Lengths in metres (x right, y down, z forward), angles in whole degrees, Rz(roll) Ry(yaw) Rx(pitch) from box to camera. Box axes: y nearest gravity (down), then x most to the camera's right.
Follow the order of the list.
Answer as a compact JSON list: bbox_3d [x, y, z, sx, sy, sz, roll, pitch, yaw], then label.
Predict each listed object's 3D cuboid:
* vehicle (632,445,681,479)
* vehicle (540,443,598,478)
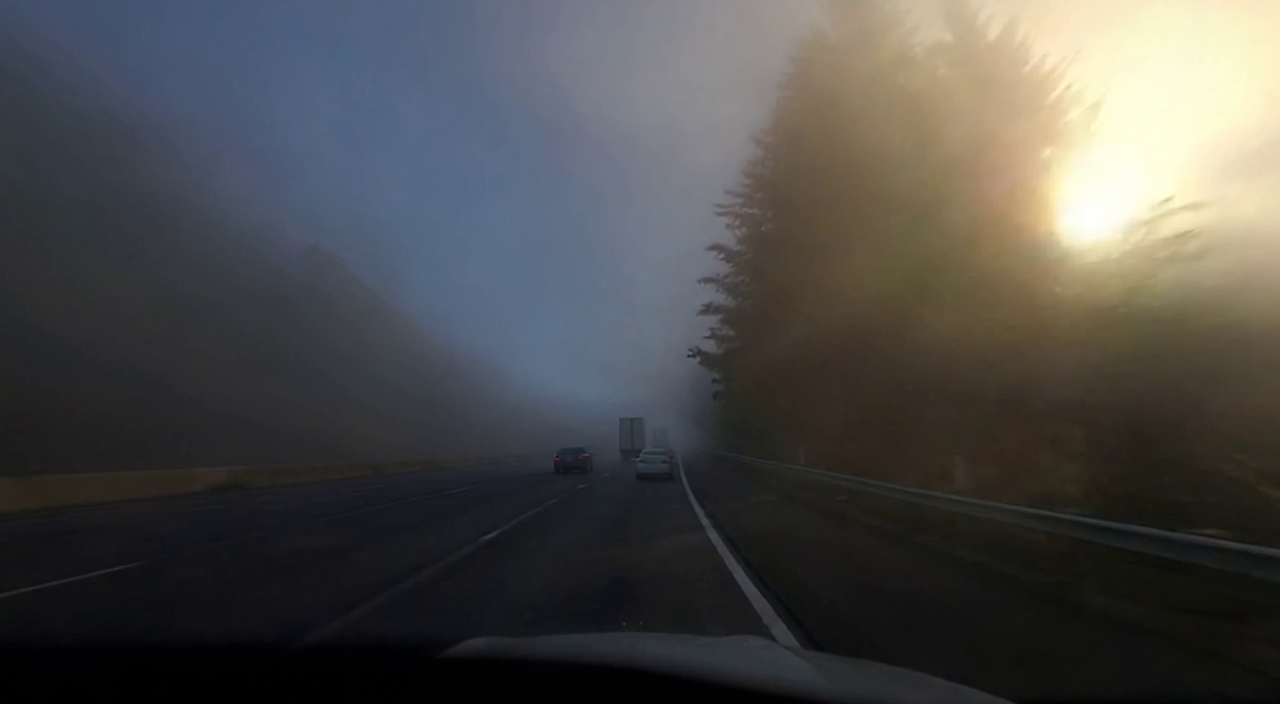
[{"bbox_3d":[0.716,4.711,27.263,1.984,1.365,3.767,0,-9,1],"label":"vehicle"},{"bbox_3d":[-3.142,4.942,28.983,1.916,1.486,4.631,-1,-9,3],"label":"vehicle"}]
